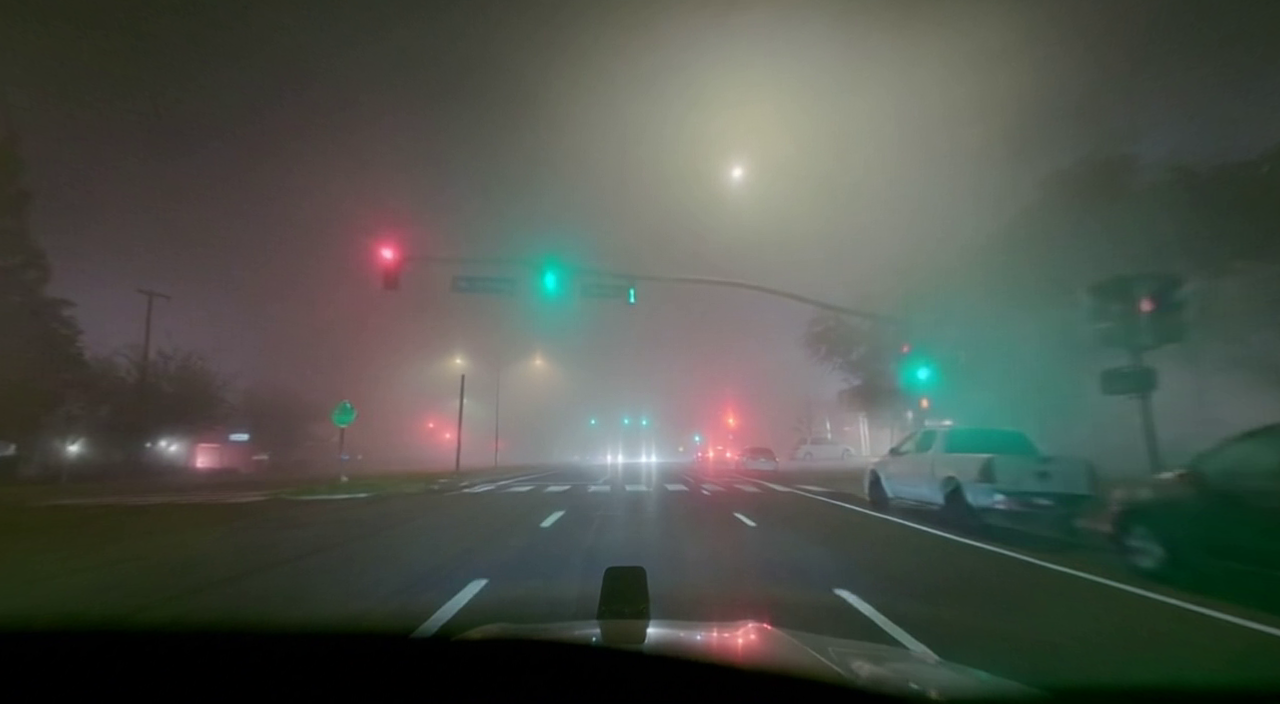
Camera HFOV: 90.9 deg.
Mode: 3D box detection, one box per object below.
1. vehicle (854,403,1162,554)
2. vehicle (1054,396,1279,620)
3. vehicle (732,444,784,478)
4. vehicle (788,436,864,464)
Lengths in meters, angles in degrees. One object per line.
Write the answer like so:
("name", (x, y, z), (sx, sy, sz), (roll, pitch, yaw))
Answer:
("vehicle", (5.870, 2.083, 11.189), (2.182, 2.019, 5.247), (0, -8, -1))
("vehicle", (5.717, 1.149, 4.589), (1.845, 1.664, 5.285), (0, -8, 0))
("vehicle", (6.110, 5.660, 33.011), (1.955, 1.679, 3.890), (0, -8, 0))
("vehicle", (12.890, 6.833, 43.899), (4.571, 1.827, 2.260), (1, -9, -1))
